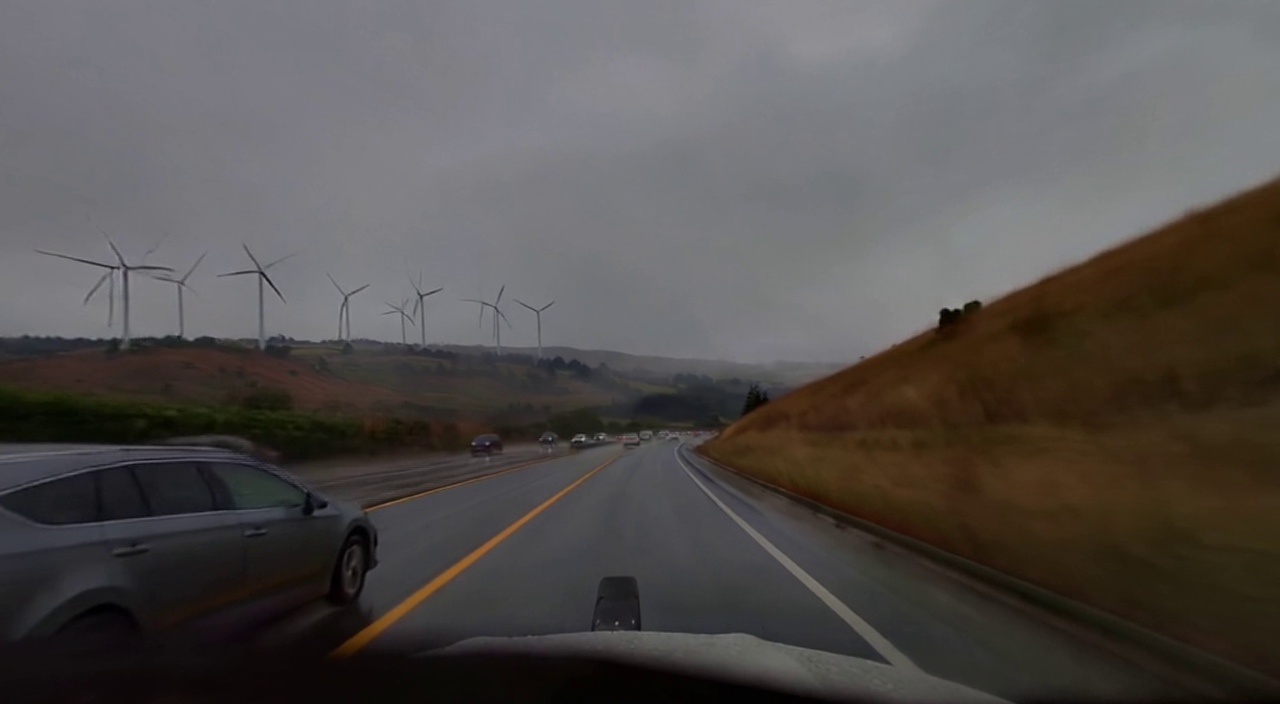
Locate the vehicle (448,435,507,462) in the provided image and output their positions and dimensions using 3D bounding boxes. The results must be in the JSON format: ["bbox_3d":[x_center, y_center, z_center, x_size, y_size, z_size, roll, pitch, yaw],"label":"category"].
[{"bbox_3d":[-9.475,5.639,37.164,2.076,1.488,4.528,0,-8,3],"label":"vehicle"}]

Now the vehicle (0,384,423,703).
[{"bbox_3d":[-2.815,0.998,3.139,1.918,1.443,4.422,0,-8,0],"label":"vehicle"}]
